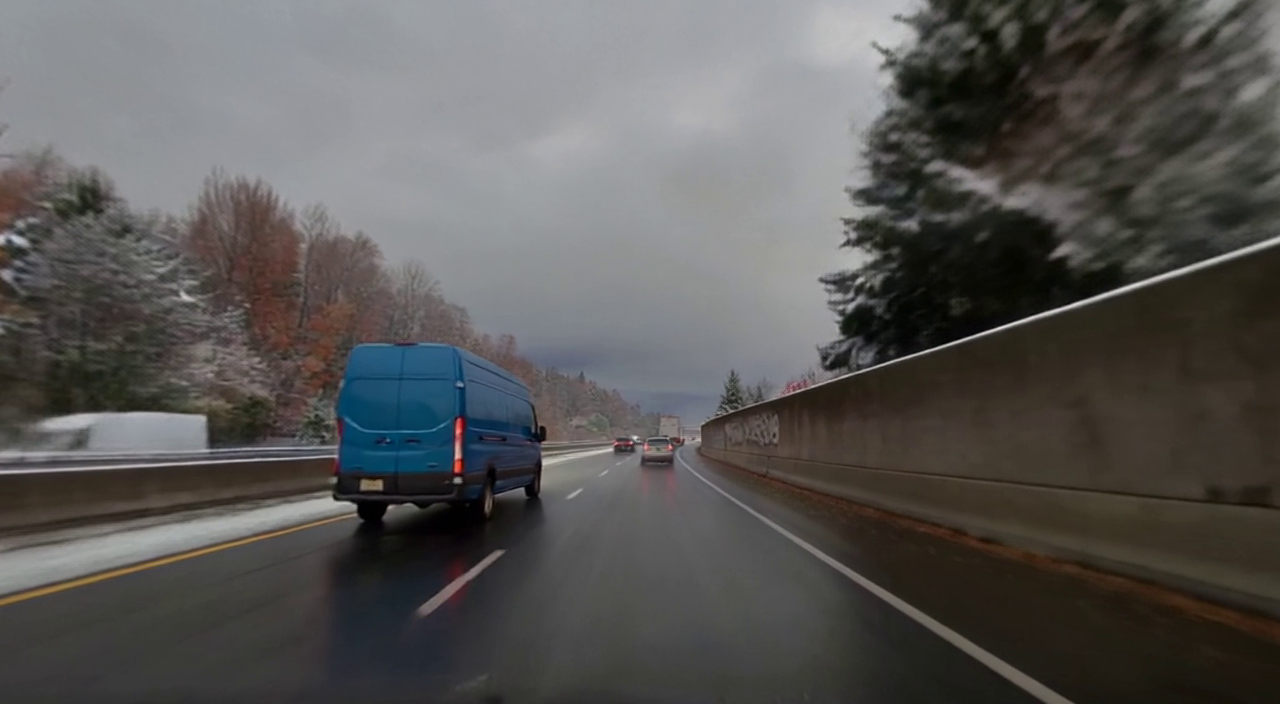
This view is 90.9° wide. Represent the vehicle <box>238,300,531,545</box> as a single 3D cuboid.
[{"bbox_3d":[-3.298,1.132,9.689,2.334,2.769,5.087,0,-8,-1],"label":"vehicle"}]

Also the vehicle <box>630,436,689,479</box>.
[{"bbox_3d":[0.712,3.972,24.001,2.071,1.487,3.948,0,-8,1],"label":"vehicle"}]
